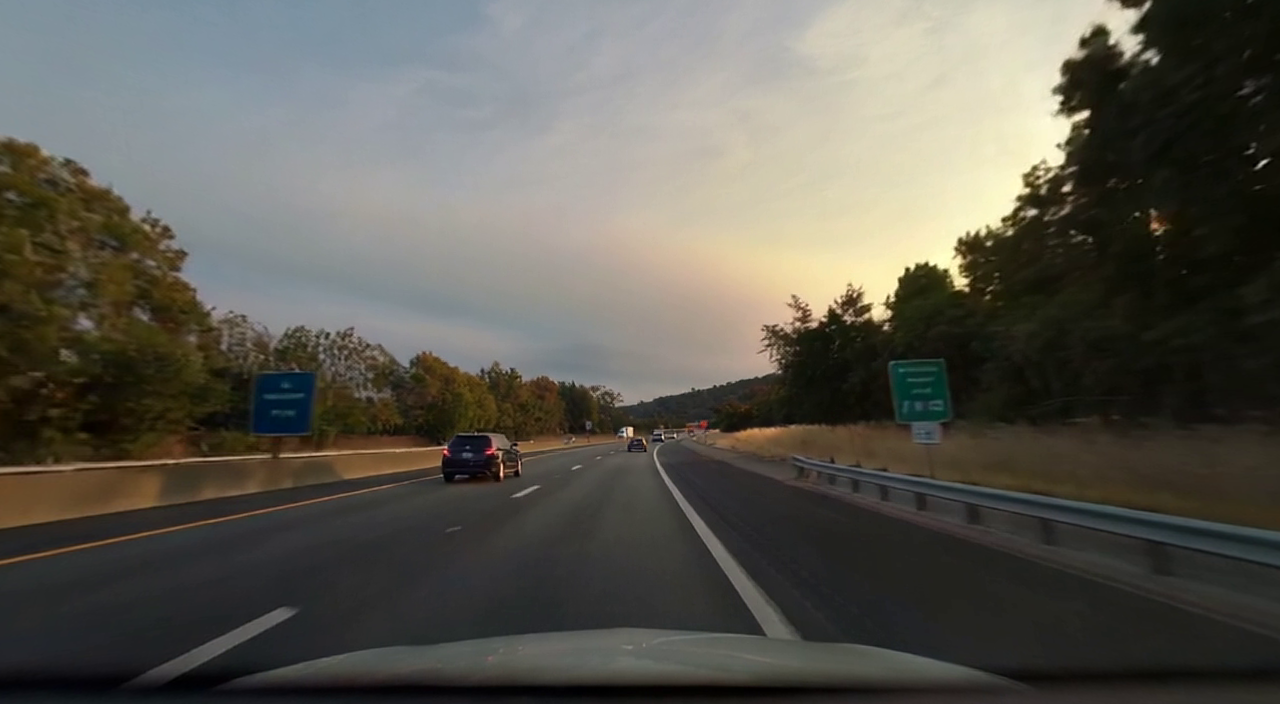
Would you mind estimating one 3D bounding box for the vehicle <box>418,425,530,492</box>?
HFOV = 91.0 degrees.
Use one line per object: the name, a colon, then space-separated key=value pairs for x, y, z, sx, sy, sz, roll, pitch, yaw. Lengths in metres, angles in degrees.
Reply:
vehicle: x=-4.616 y=3.035 z=18.275 sx=2.075 sy=1.653 sz=4.317 roll=-1 pitch=-8 yaw=0
